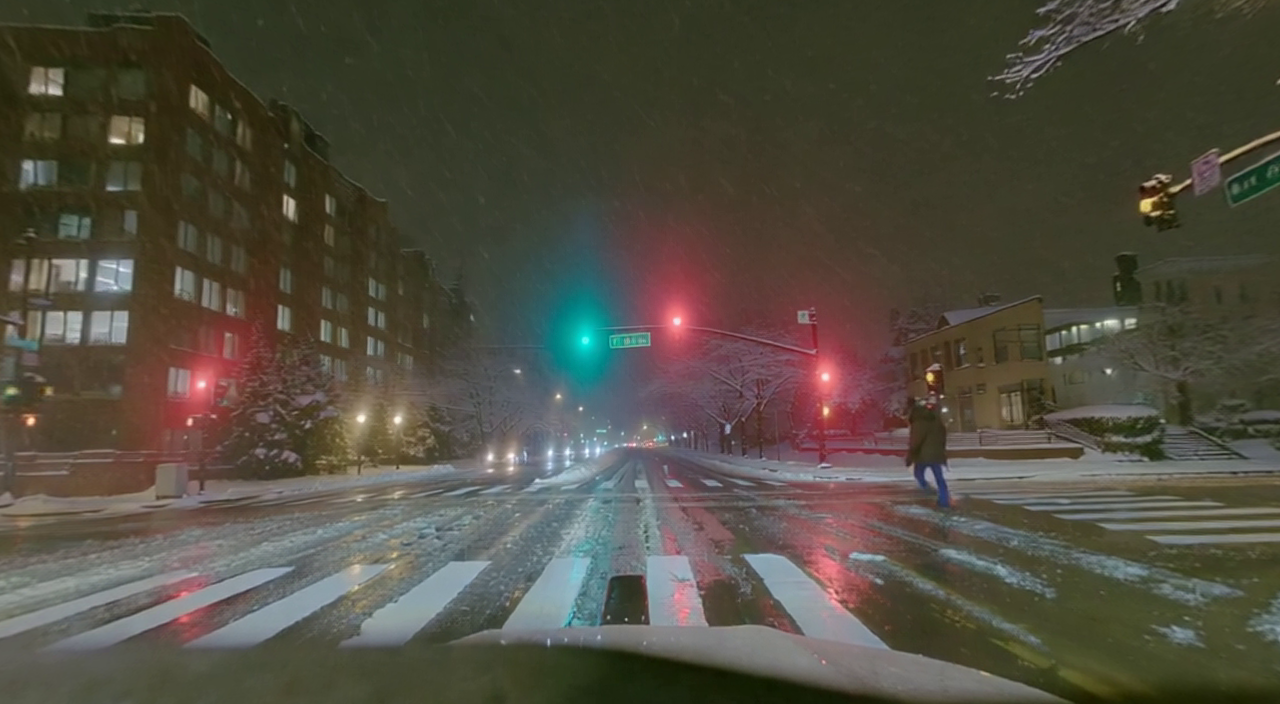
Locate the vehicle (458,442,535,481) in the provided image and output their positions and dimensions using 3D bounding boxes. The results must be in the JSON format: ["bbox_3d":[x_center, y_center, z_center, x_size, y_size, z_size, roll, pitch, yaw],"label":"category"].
[{"bbox_3d":[-5.883,4.547,26.486,2.127,1.473,4.428,0,-8,1],"label":"vehicle"}]
